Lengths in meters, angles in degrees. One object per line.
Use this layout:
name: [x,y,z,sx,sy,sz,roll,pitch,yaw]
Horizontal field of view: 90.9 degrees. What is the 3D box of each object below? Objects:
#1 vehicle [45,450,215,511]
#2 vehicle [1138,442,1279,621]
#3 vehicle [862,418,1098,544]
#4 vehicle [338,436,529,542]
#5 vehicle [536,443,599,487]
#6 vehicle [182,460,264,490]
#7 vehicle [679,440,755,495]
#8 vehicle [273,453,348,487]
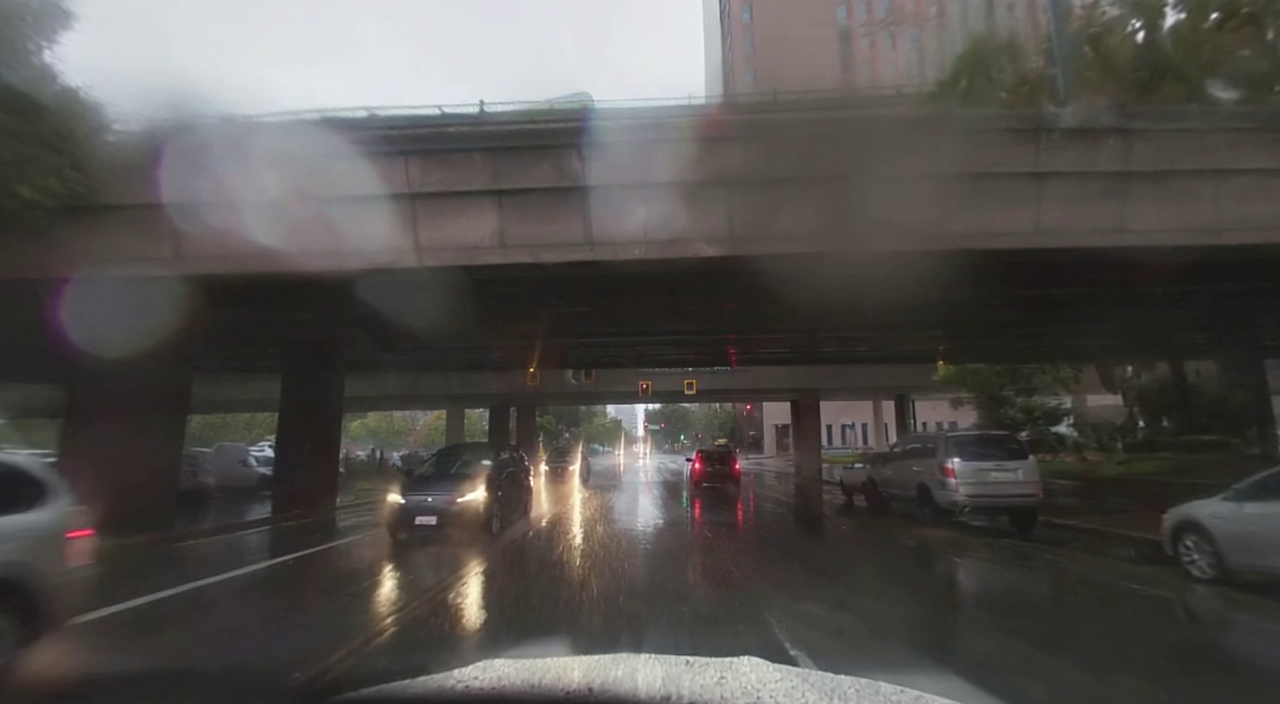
vehicle: [-17.711,4.418,22.299,1.950,1.845,4.669,-1,-8,2]
vehicle: [6.686,1.505,4.980,2.004,1.586,4.380,-1,-8,2]
vehicle: [6.386,2.458,12.661,2.284,2.048,4.379,0,-8,1]
vehicle: [-3.530,2.411,11.788,2.137,1.586,4.201,0,-8,0]
vehicle: [-2.914,4.627,26.267,2.076,1.653,4.152,-1,-8,1]
vehicle: [-24.422,7.179,37.149,1.771,1.516,4.508,0,-8,-1]
vehicle: [2.357,3.670,20.367,1.947,1.576,3.825,0,-8,0]
vehicle: [-17.989,6.430,34.707,1.778,1.629,4.330,0,-8,0]
